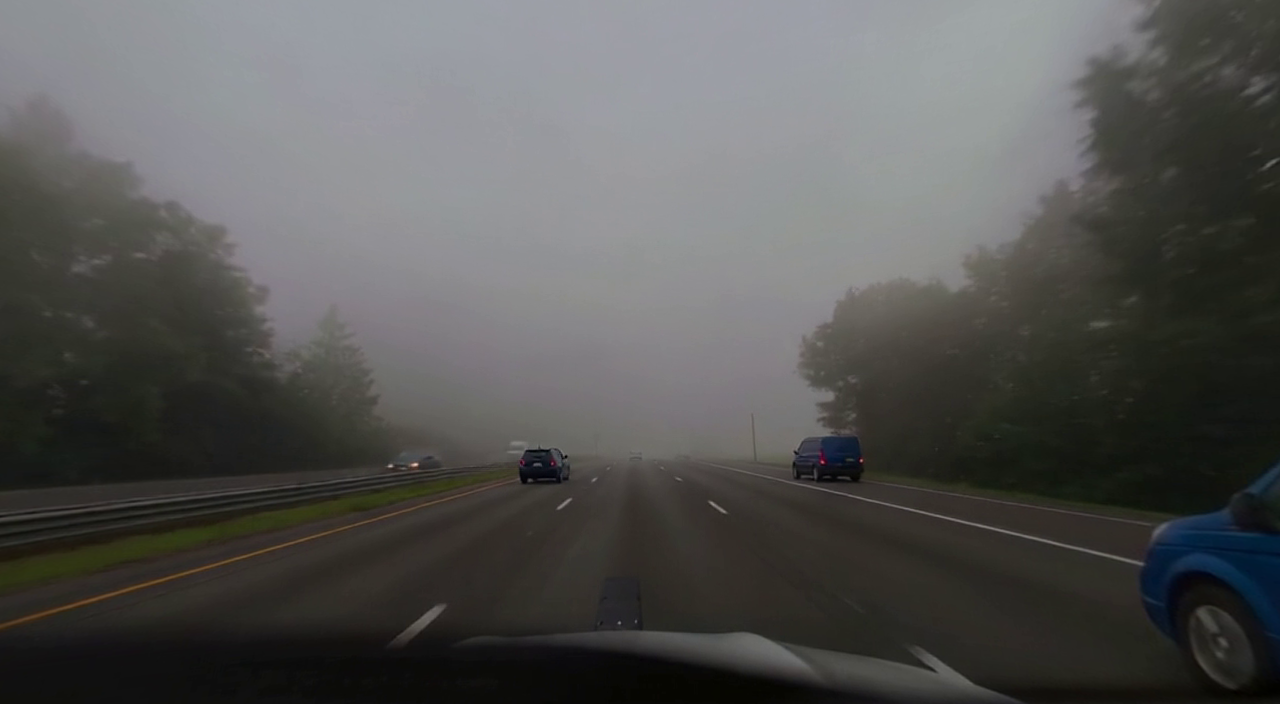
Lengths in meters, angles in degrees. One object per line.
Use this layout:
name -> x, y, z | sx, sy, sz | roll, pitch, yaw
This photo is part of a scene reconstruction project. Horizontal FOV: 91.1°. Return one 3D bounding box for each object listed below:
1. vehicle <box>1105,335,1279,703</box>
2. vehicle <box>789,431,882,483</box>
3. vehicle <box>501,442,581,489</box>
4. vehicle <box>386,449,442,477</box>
vehicle -> 3.742, 0.569, 1.267 | 2.169, 1.685, 4.417 | 0, -9, 0
vehicle -> 7.891, 4.301, 25.981 | 2.133, 1.933, 4.986 | 0, -9, -1
vehicle -> -3.490, 4.123, 23.107 | 2.160, 1.530, 4.500 | 0, -9, 0
vehicle -> -12.045, 5.895, 33.704 | 1.761, 1.392, 3.552 | 0, -9, -2
